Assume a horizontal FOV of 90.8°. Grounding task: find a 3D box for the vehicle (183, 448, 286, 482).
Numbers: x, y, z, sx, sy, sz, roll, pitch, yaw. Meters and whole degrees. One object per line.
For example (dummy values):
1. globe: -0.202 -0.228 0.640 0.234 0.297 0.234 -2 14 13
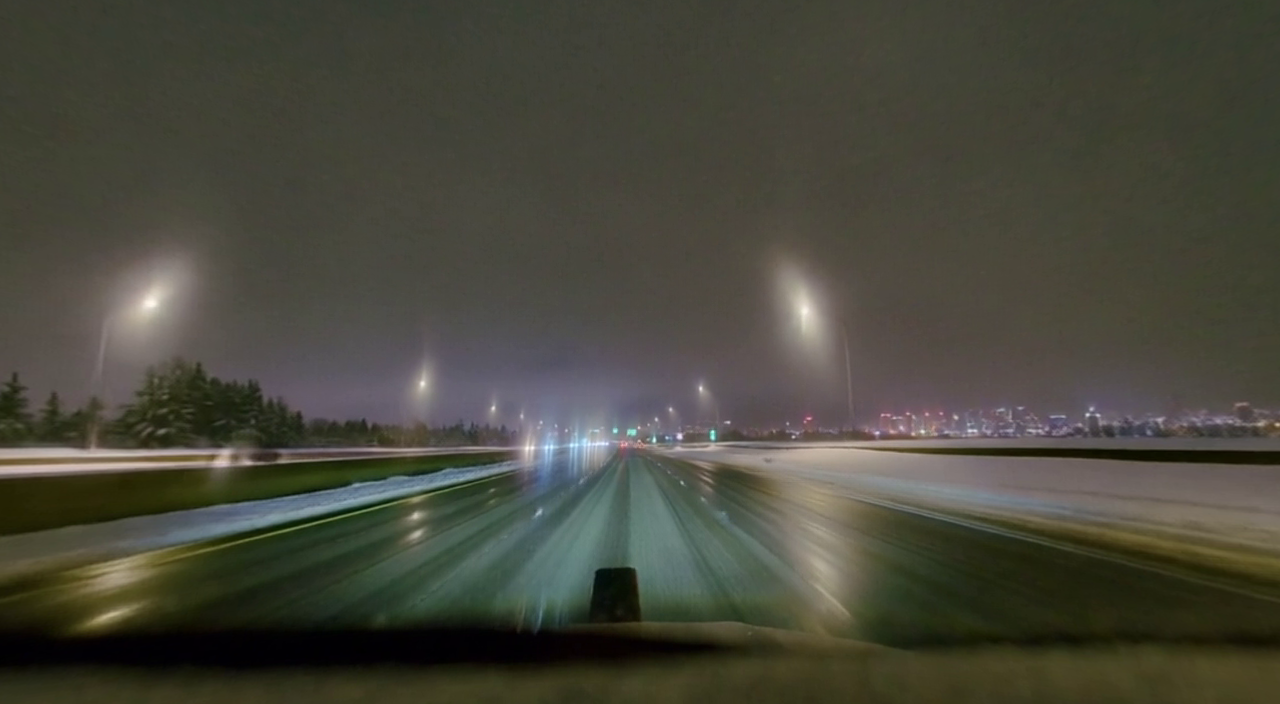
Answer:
1. vehicle: -19.899 5.545 31.289 1.983 1.509 4.699 0 -9 -1
